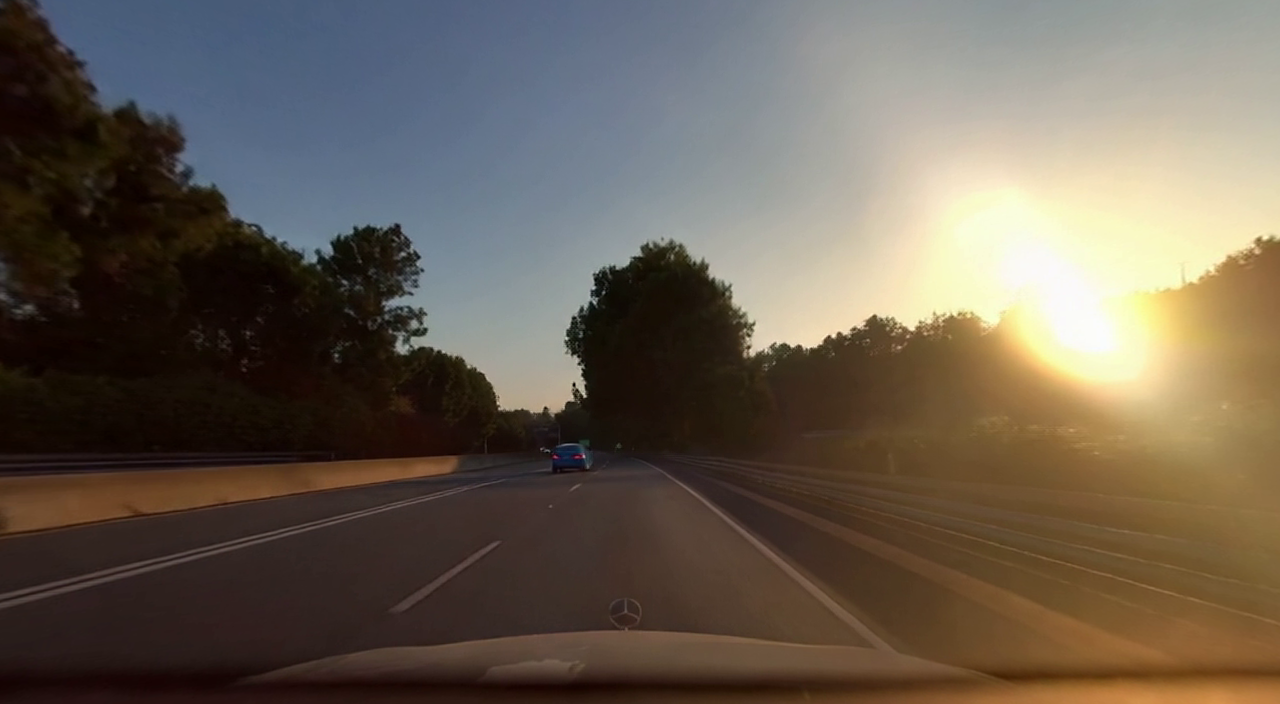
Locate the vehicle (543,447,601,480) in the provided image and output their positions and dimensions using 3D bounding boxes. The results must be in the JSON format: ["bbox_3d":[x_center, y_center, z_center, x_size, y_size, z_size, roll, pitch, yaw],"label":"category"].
[{"bbox_3d":[-3.088,5.182,29.531,2.126,1.411,4.433,-1,-9,2],"label":"vehicle"}]
